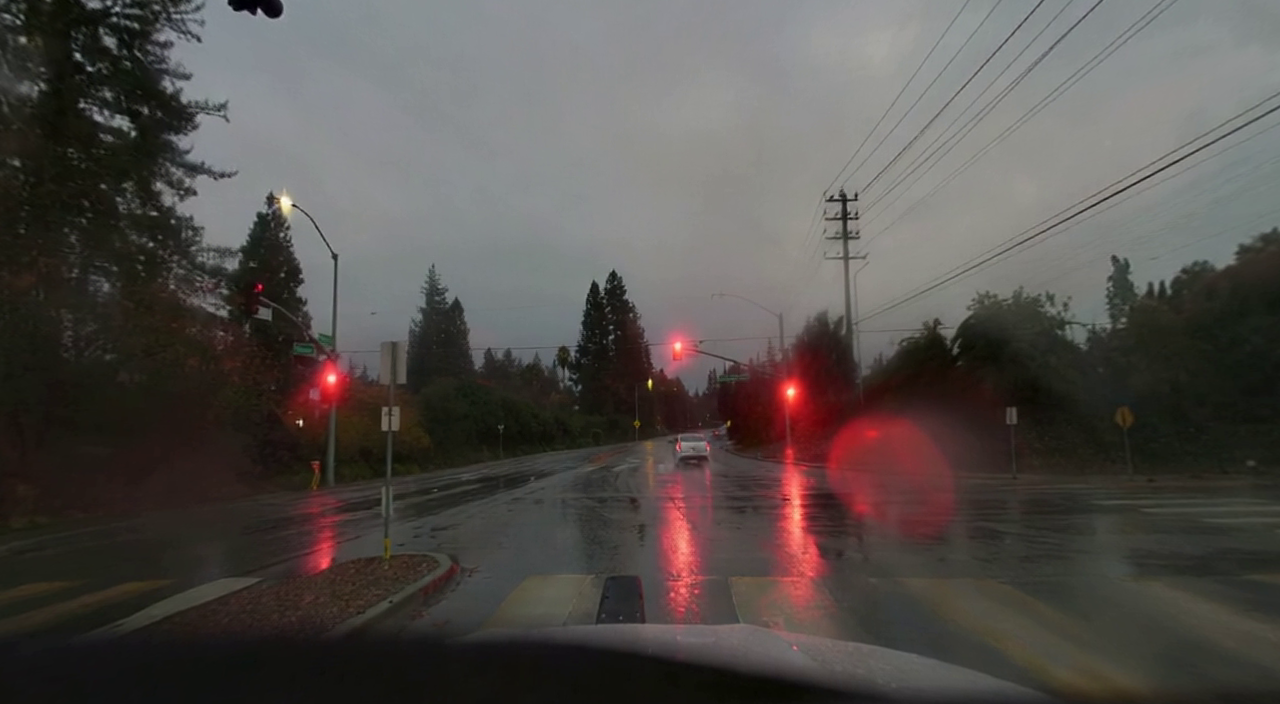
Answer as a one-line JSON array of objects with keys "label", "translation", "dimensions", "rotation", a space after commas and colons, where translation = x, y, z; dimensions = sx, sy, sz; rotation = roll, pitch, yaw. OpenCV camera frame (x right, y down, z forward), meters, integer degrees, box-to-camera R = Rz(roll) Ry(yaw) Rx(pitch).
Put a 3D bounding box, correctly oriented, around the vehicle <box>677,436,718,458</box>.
[{"label": "vehicle", "translation": [4.087, 6.864, 45.703], "dimensions": [2.067, 1.490, 4.884], "rotation": [1, -9, -6]}]
